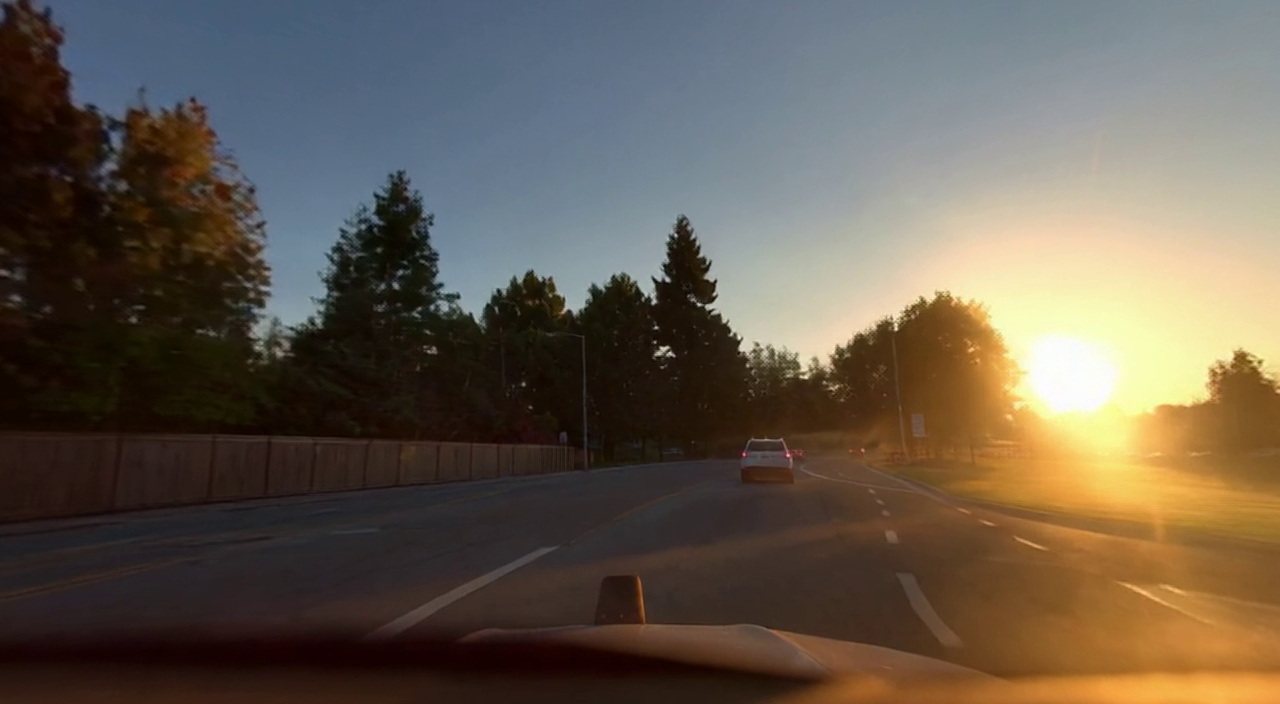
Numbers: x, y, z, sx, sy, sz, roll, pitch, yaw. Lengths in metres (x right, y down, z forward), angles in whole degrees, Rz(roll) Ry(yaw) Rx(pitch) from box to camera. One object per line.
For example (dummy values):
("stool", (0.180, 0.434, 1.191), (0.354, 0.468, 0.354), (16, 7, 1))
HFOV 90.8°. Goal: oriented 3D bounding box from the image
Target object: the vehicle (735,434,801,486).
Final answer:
("vehicle", (5.122, 4.214, 24.809), (2.230, 1.827, 4.580), (-2, -9, 14))
